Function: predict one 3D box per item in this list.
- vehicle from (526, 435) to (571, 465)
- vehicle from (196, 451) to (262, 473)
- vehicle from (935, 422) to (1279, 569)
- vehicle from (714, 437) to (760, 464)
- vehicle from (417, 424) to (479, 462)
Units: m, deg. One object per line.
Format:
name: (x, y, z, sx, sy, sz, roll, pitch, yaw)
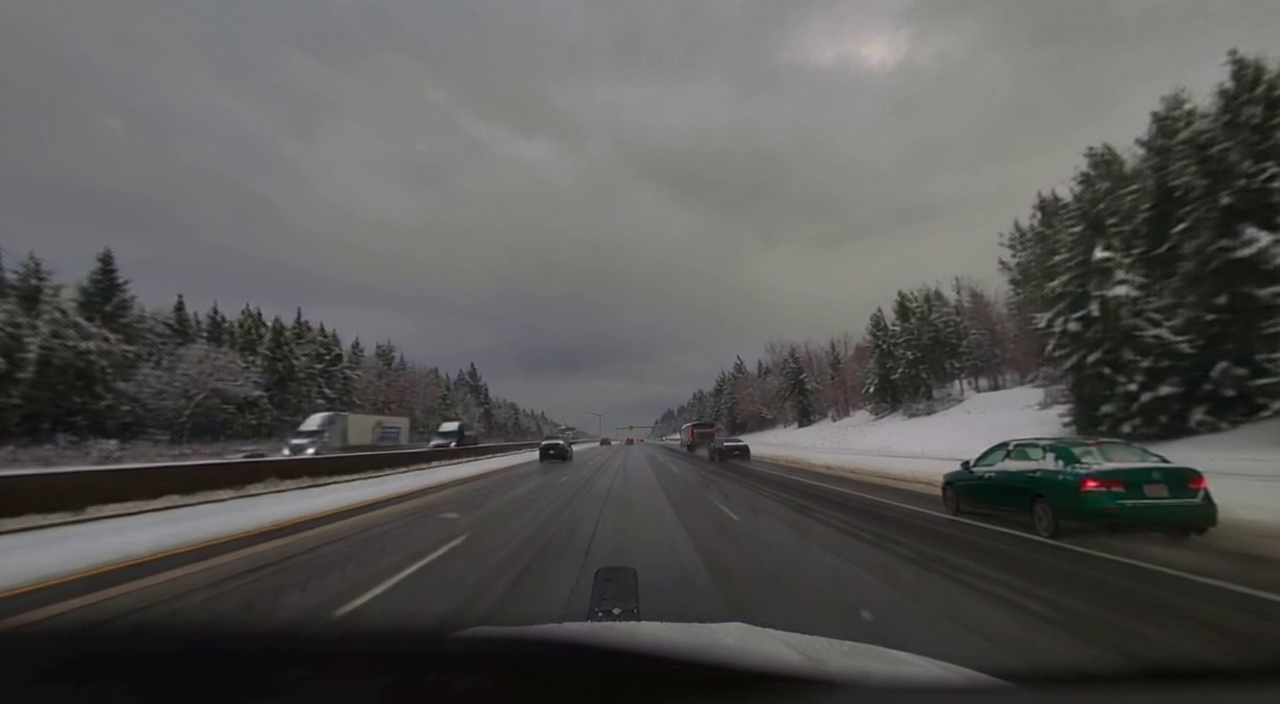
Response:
vehicle: (-5.058, 5.450, 35.293, 1.966, 1.570, 3.859, 0, -8, -1)
vehicle: (-31.291, 8.391, 48.111, 1.788, 1.438, 4.427, -2, -7, 6)
vehicle: (6.110, 1.753, 8.613, 2.028, 1.488, 4.236, 0, -8, -1)
vehicle: (5.489, 5.617, 36.020, 1.920, 1.436, 3.890, 0, -8, -2)
vehicle: (-14.007, 6.666, 46.527, 2.436, 2.595, 7.097, 0, -8, -1)
